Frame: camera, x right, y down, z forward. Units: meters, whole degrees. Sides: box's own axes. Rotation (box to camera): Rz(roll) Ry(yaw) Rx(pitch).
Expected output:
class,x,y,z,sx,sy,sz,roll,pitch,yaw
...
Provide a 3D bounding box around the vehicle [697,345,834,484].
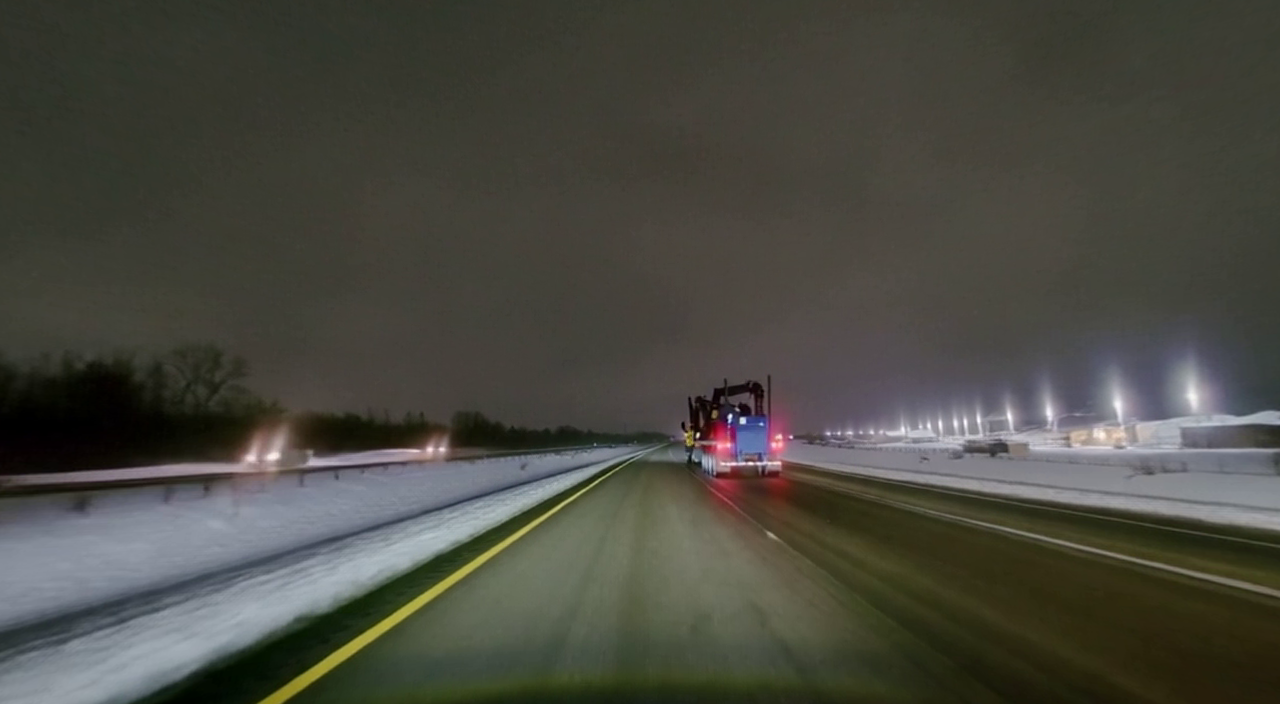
class,x,y,z,sx,sy,sz,roll,pitch,yaw
vehicle,3.880,2.246,21.370,3.279,3.956,6.541,0,-9,1

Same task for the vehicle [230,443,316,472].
class,x,y,z,sx,sy,sz,roll,pitch,yaw
vehicle,-20.034,5.765,34.689,1.870,1.482,4.663,-1,-9,2
